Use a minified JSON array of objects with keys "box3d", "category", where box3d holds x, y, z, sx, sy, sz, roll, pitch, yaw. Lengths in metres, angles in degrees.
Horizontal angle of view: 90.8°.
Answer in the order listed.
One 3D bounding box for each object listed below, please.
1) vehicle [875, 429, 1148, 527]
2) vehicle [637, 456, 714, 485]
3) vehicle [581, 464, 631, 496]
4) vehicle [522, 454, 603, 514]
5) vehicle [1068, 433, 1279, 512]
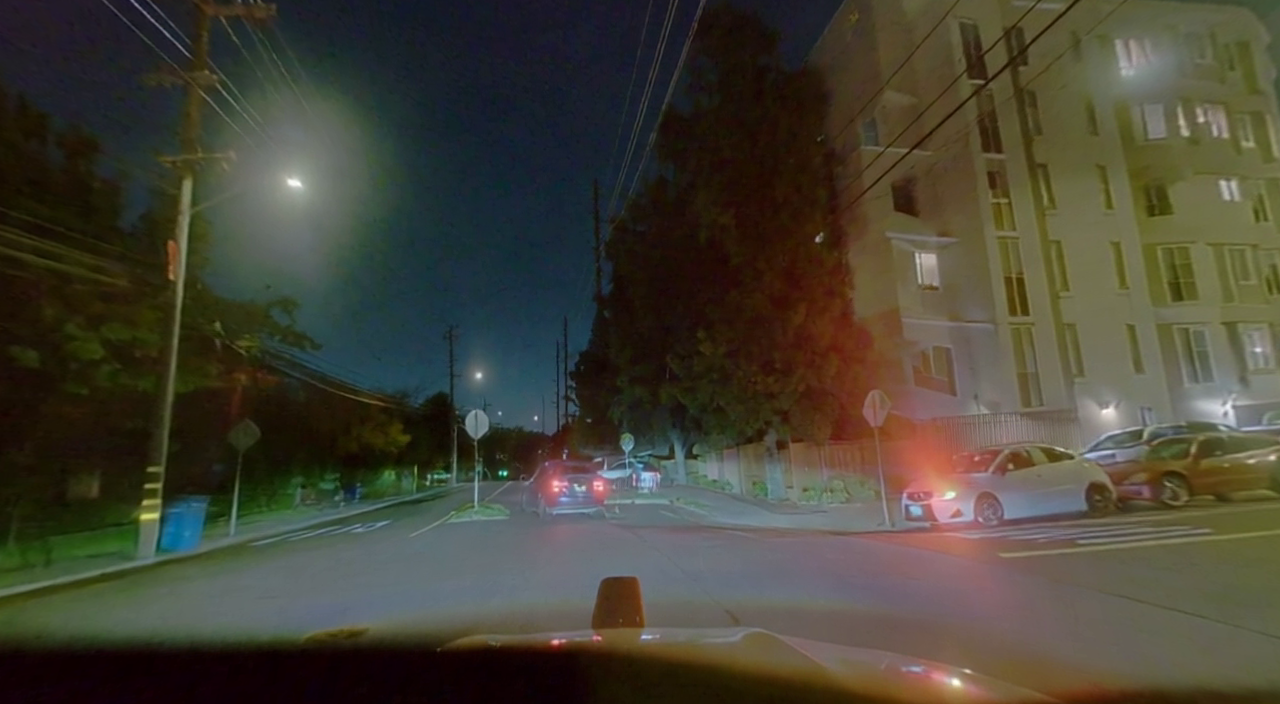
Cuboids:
[{"box3d":[8.055,2.774,13.942,4.877,1.755,1.918,-1,-13,-10],"category":"vehicle"},{"box3d":[2.203,7.427,39.636,4.424,1.645,1.820,1,-10,-12],"category":"vehicle"},{"box3d":[-1.833,6.669,33.196,1.918,1.475,4.060,2,-10,-13],"category":"vehicle"},{"box3d":[-2.962,4.745,23.246,2.155,1.872,4.790,2,-9,-16],"category":"vehicle"},{"box3d":[13.177,2.830,15.028,4.830,1.490,1.878,-2,-12,-11],"category":"vehicle"}]
